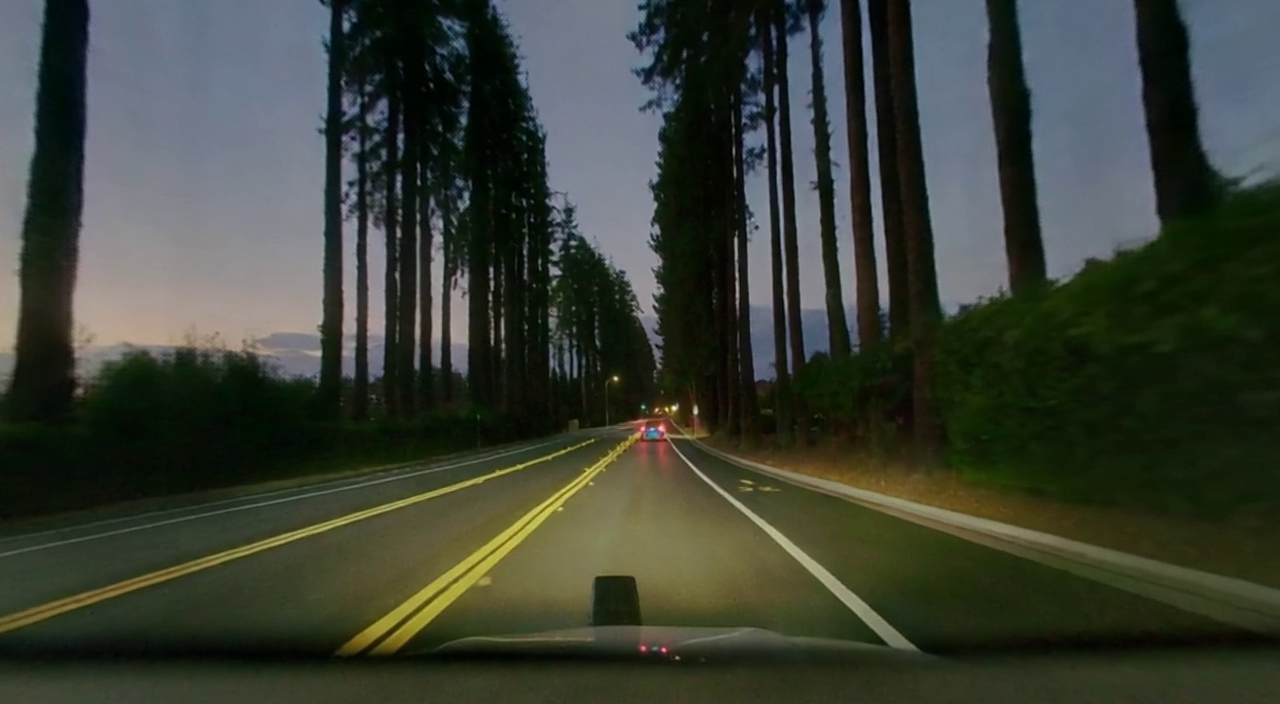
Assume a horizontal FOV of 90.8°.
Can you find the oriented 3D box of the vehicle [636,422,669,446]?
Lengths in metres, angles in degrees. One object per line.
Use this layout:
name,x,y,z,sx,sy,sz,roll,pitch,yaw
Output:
vehicle,0.851,5.455,42.070,2.067,1.486,3.861,-1,-8,1
